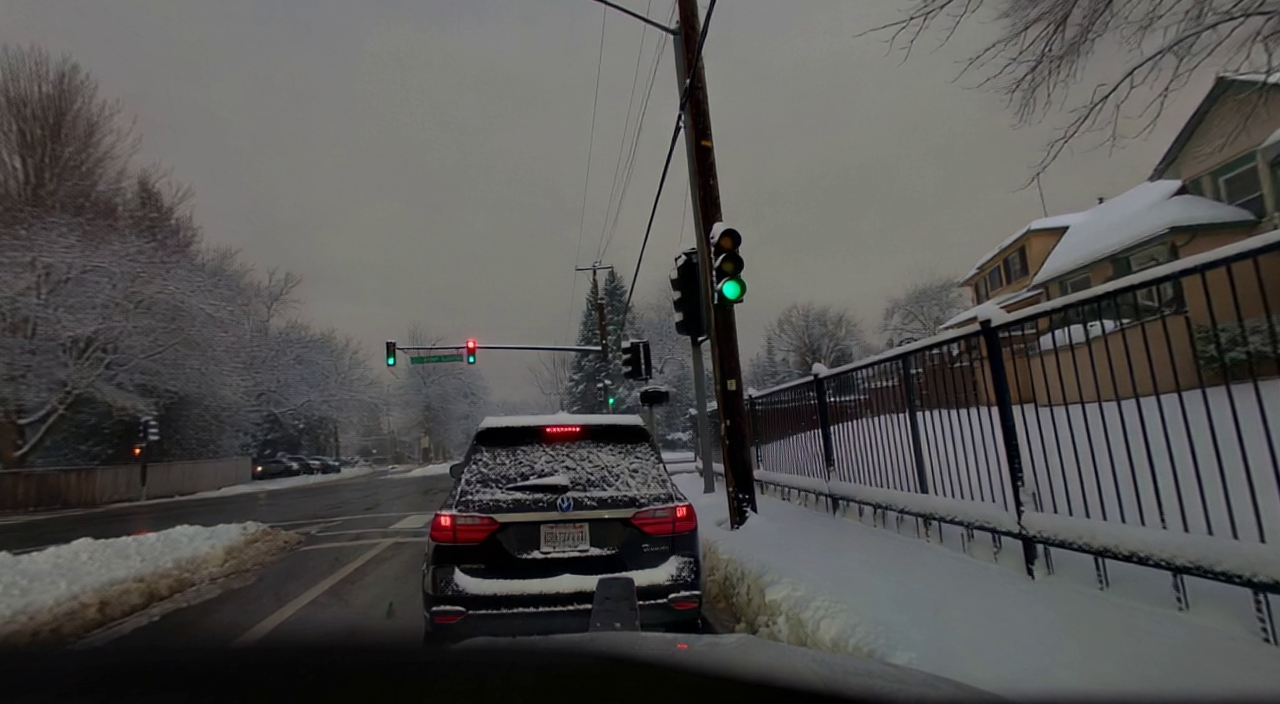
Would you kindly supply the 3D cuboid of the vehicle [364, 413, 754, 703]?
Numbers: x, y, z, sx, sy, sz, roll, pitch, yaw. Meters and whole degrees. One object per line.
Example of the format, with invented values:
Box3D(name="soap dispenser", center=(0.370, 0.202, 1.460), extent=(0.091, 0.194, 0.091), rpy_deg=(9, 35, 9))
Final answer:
Box3D(name="vehicle", center=(-0.671, 1.361, 5.221), extent=(2.024, 1.502, 3.702), rpy_deg=(1, -9, -9))
